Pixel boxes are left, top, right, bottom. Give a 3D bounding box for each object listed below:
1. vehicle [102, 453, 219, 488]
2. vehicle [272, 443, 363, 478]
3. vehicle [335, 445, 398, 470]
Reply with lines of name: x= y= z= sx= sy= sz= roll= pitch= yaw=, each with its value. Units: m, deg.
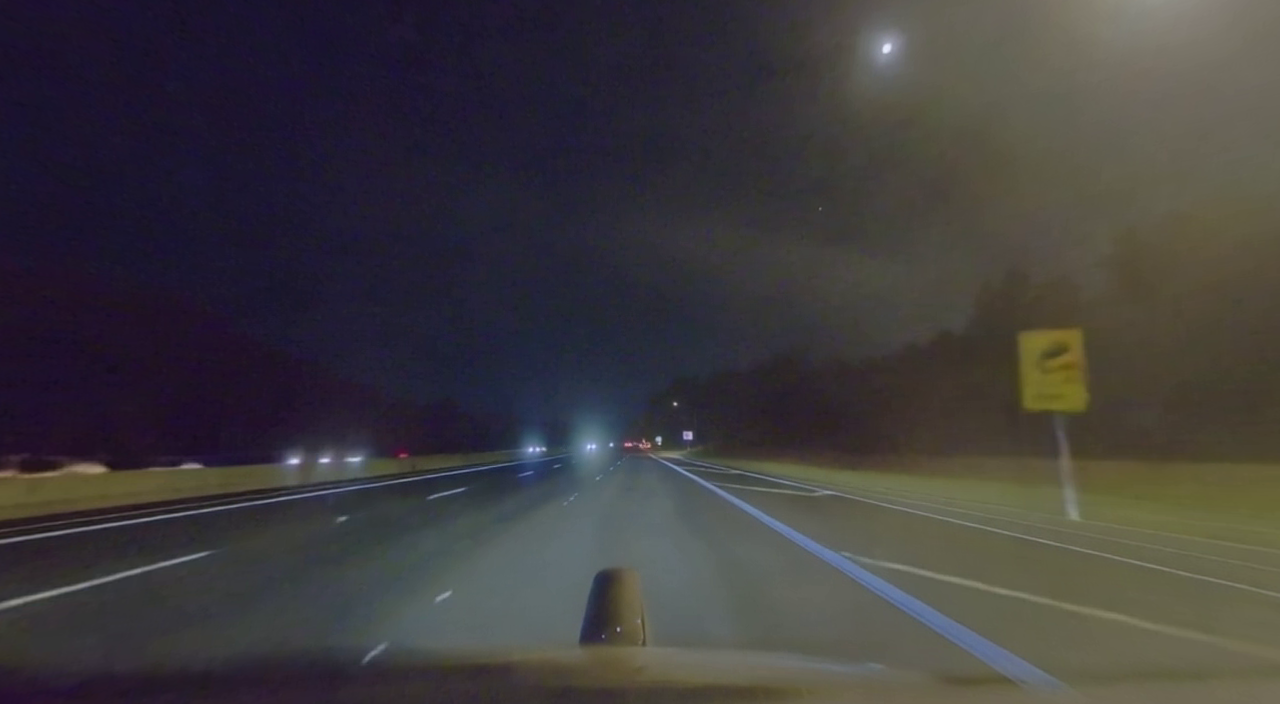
vehicle: x=-21.896 y=5.399 z=29.083 sx=1.857 sy=1.456 sz=4.536 roll=0 pitch=-9 yaw=0
vehicle: x=-14.949 y=5.039 z=29.563 sx=1.943 sy=1.481 sz=4.364 roll=0 pitch=-9 yaw=0
vehicle: x=-18.288 y=7.071 z=42.467 sx=2.123 sy=1.517 sz=4.776 roll=0 pitch=-9 yaw=0
